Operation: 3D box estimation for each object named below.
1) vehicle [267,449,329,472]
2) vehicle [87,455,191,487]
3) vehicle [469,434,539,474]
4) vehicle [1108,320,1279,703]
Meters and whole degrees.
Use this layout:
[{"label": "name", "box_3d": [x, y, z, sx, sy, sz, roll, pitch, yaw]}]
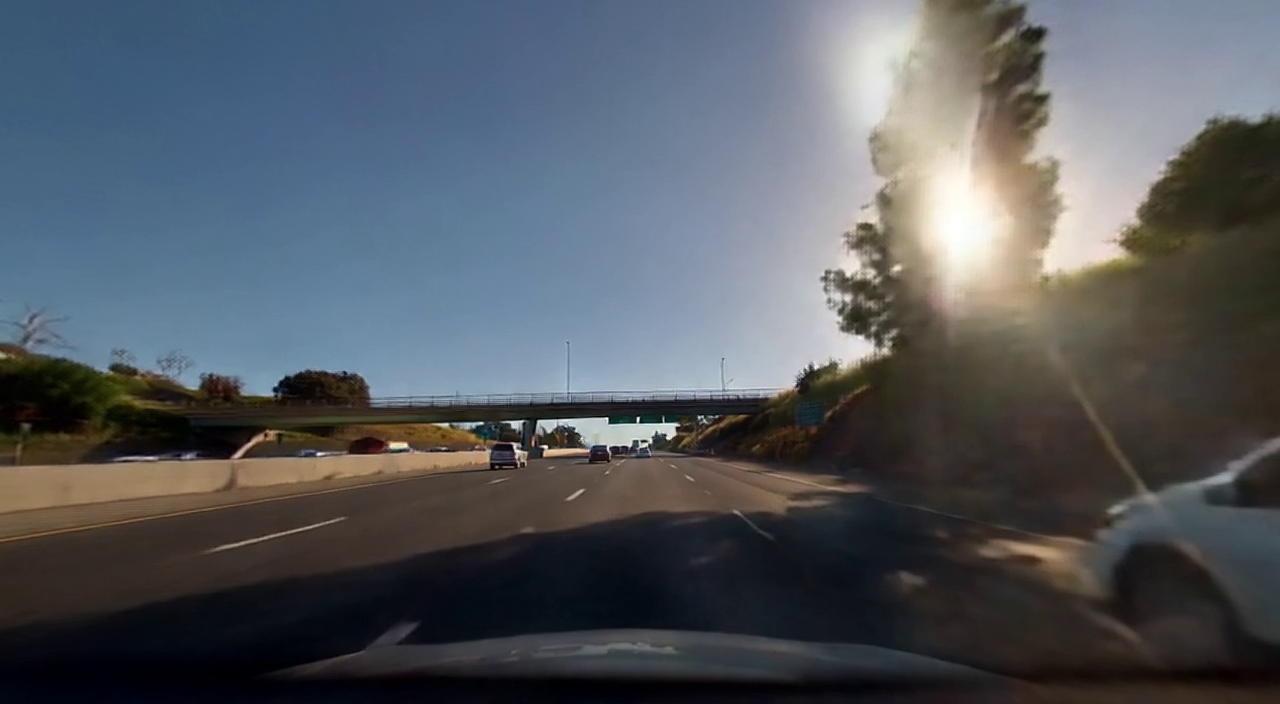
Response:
[{"label": "vehicle", "box_3d": [-26.218, 8.308, 48.530, 1.985, 1.697, 4.891, 0, -9, 1]}, {"label": "vehicle", "box_3d": [-26.441, 6.266, 33.471, 1.864, 1.502, 4.402, 0, -9, 0]}, {"label": "vehicle", "box_3d": [-7.176, 5.466, 33.916, 2.341, 1.959, 5.684, 0, -9, 1]}, {"label": "vehicle", "box_3d": [3.666, 0.552, 1.390, 1.990, 1.735, 4.276, 0, -9, 1]}]
